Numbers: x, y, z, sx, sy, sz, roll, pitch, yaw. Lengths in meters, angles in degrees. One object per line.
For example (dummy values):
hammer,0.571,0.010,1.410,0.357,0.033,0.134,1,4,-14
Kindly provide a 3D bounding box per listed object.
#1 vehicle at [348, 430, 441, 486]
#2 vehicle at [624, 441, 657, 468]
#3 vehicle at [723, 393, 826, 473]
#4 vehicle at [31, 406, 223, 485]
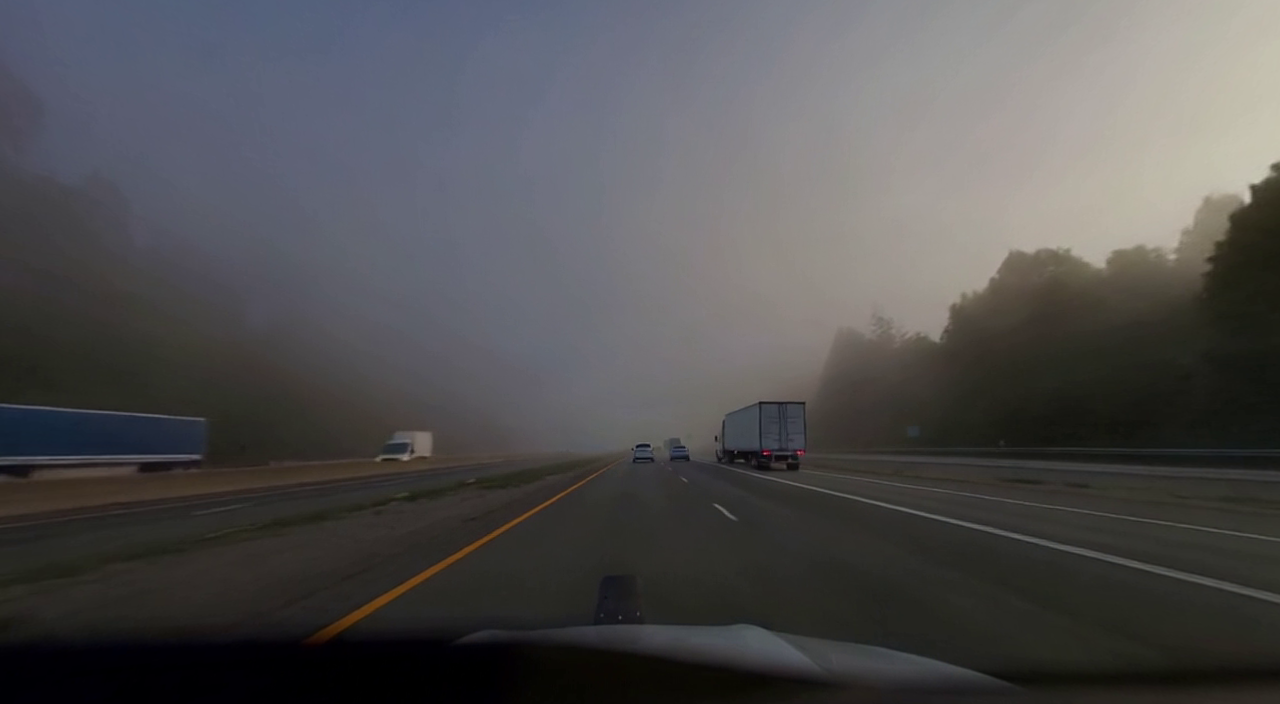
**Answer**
vehicle,-12.558,5.466,32.717,2.379,2.617,5.942,0,-9,0
vehicle,0.038,7.045,43.353,2.114,1.706,4.106,0,-9,0
vehicle,7.746,5.161,38.912,3.044,4.073,14.016,0,-9,-1
vehicle,-27.774,5.205,34.896,3.003,3.784,8.945,0,-9,0
